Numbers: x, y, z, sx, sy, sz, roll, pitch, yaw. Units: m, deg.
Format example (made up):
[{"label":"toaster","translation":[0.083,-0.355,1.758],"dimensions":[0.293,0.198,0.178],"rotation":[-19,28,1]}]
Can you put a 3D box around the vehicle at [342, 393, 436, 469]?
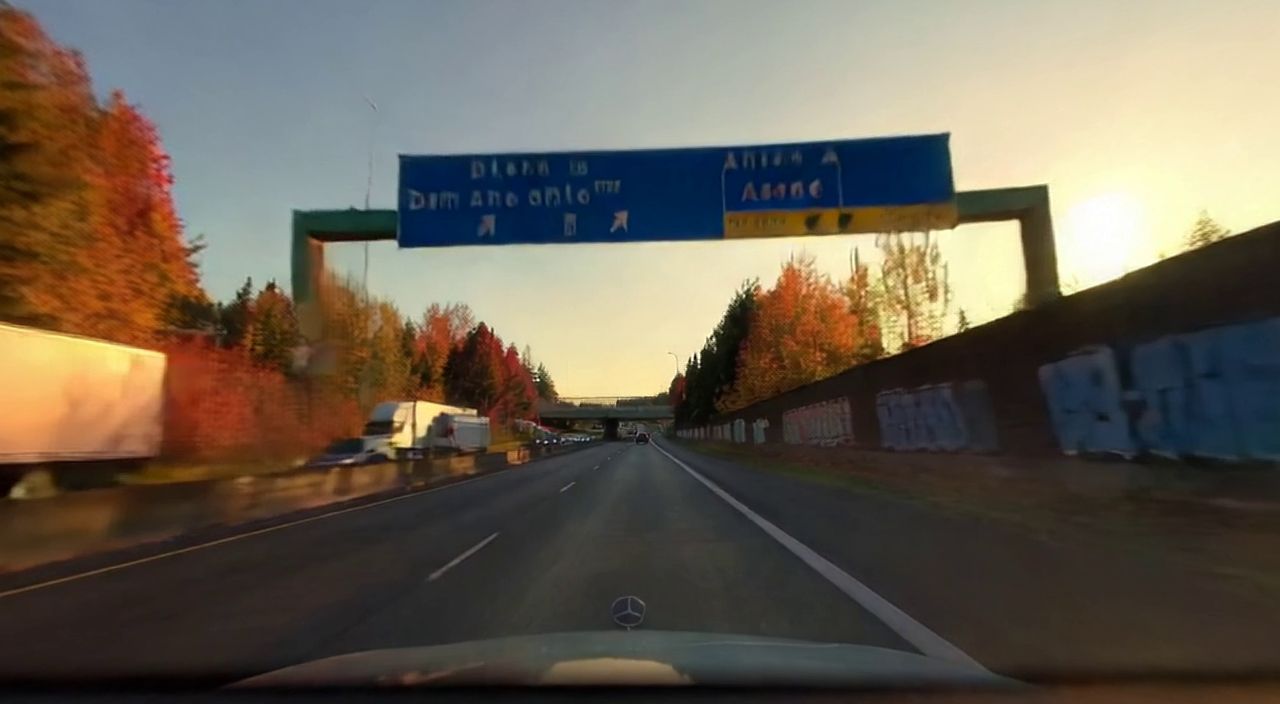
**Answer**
[{"label":"vehicle","translation":[-14.841,4.777,37.721],"dimensions":[3.033,4.136,5.972],"rotation":[0,-8,0]}]

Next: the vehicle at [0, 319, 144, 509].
[{"label":"vehicle","translation":[-15.377,0.880,10.384],"dimensions":[2.927,4.085,13.949],"rotation":[0,-8,0]}]

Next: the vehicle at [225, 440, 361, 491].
[{"label":"vehicle","translation":[-10.675,3.487,19.786],"dimensions":[1.857,1.432,4.189],"rotation":[0,-8,1]}]
